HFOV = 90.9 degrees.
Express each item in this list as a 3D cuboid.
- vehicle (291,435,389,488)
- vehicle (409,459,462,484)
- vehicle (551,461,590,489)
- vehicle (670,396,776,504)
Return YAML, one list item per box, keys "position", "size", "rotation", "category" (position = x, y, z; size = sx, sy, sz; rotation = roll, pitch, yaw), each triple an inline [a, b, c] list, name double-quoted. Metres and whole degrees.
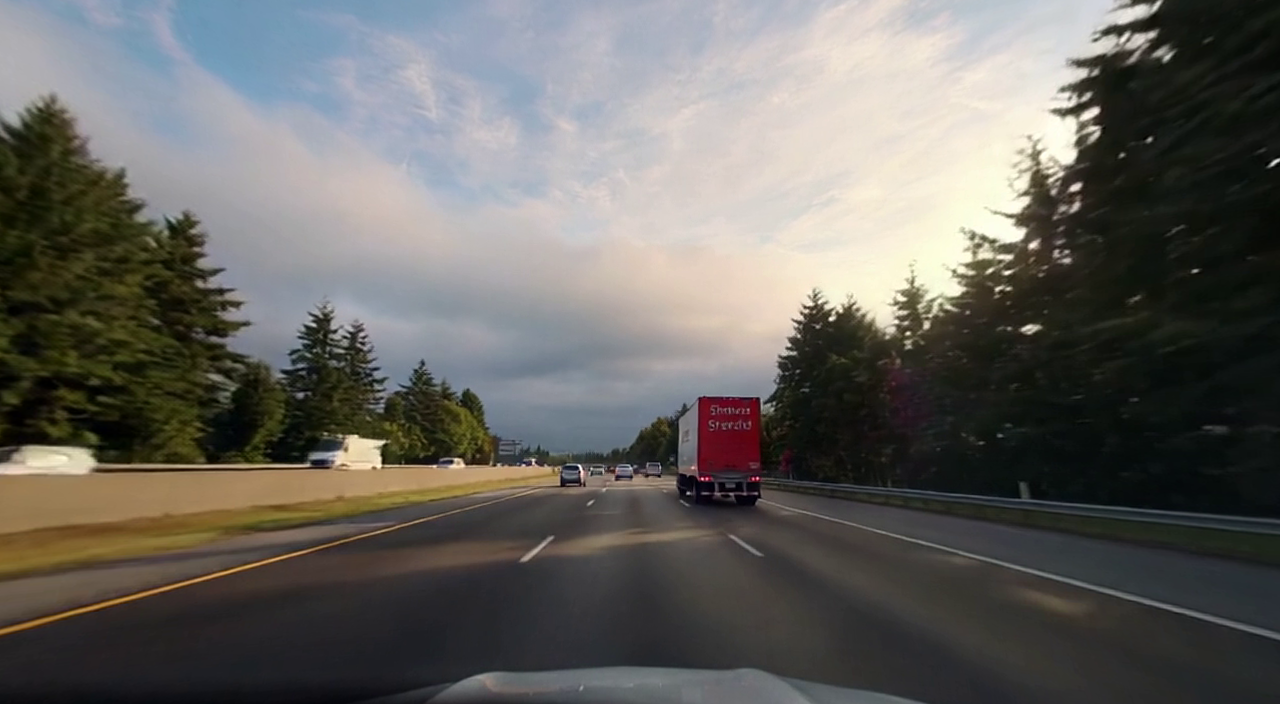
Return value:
- position: [-16.480, 6.131, 35.154]
  size: [2.284, 2.601, 6.700]
  rotation: [1, -10, -2]
  category: "vehicle"
- position: [-12.889, 7.582, 40.043]
  size: [1.954, 1.466, 4.444]
  rotation: [1, -10, -1]
  category: "vehicle"
- position: [-4.479, 8.000, 41.212]
  size: [2.155, 1.667, 4.615]
  rotation: [1, -10, -2]
  category: "vehicle"
- position: [3.640, 5.183, 32.340]
  size: [2.992, 4.300, 13.967]
  rotation: [1, -10, -2]
  category: "vehicle"
